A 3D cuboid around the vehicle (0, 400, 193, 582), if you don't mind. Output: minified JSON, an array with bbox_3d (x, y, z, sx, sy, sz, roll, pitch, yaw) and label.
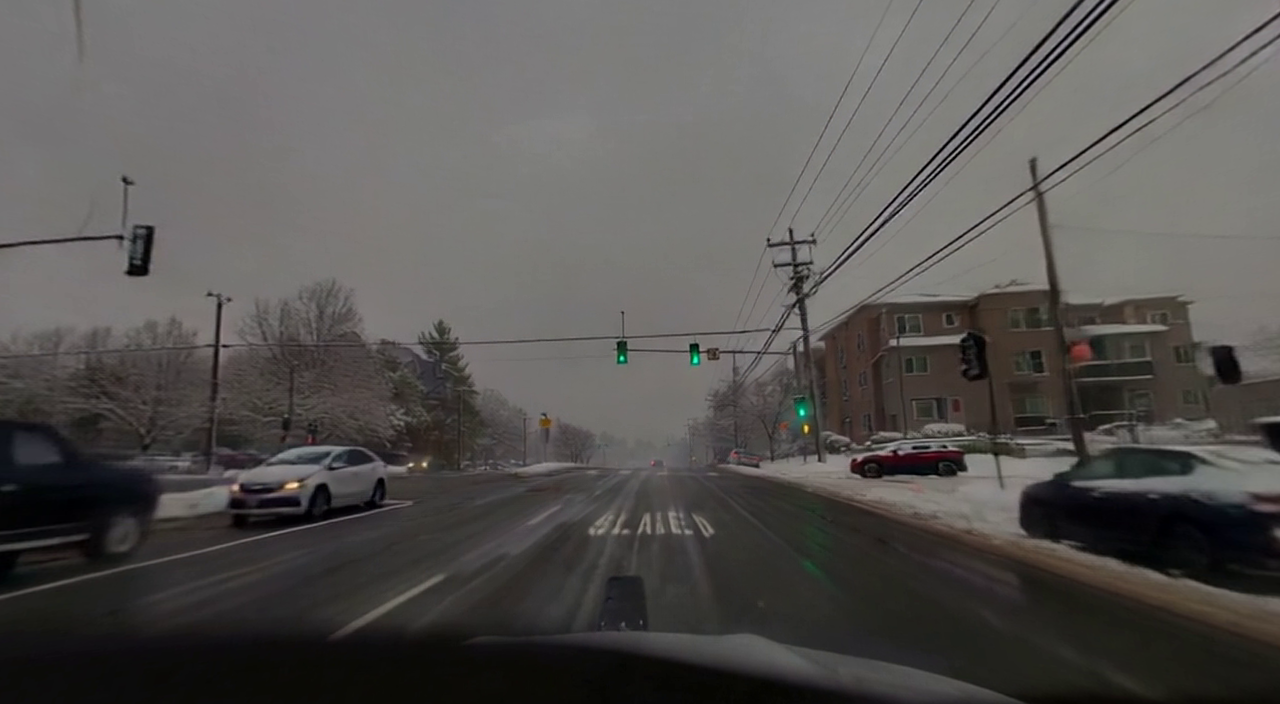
[{"bbox_3d":[-7.412,1.400,6.372,2.074,1.794,4.832,0,-8,3],"label":"vehicle"}]

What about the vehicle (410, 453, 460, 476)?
[{"bbox_3d":[-15.158,8.315,46.810,1.951,1.595,4.548,-1,-8,4],"label":"vehicle"}]

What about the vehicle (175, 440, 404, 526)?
[{"bbox_3d":[-6.971,2.619,13.336,1.953,1.471,4.744,0,-8,3],"label":"vehicle"}]

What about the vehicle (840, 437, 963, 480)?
[{"bbox_3d":[10.549,4.324,25.714,4.171,1.654,1.919,-1,-8,5],"label":"vehicle"}]

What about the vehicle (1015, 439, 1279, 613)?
[{"bbox_3d":[6.511,1.781,7.343,1.838,1.496,4.064,0,-8,1],"label":"vehicle"}]

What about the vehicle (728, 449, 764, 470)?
[{"bbox_3d":[7.990,8.143,47.824,1.875,1.481,4.434,0,-8,-1],"label":"vehicle"}]
